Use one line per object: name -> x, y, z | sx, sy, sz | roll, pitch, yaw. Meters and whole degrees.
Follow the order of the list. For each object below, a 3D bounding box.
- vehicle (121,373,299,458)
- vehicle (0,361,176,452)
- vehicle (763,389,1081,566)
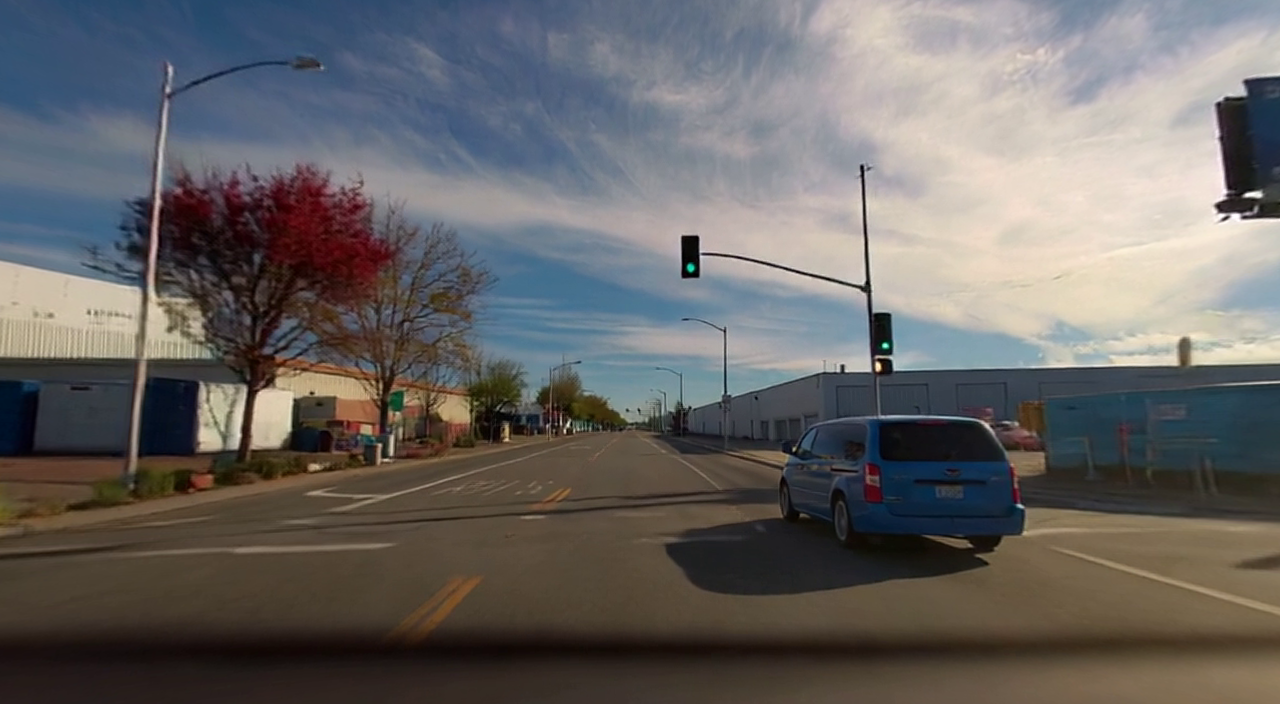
vehicle -> -20.586, 3.084, 30.976 | 3.337, 3.644, 7.945 | 0, -5, -2
vehicle -> -27.408, 2.733, 30.421 | 2.943, 3.741, 9.094 | 1, -7, 0
vehicle -> 3.426, 1.629, 9.039 | 2.202, 1.822, 4.826 | 1, -8, -2
